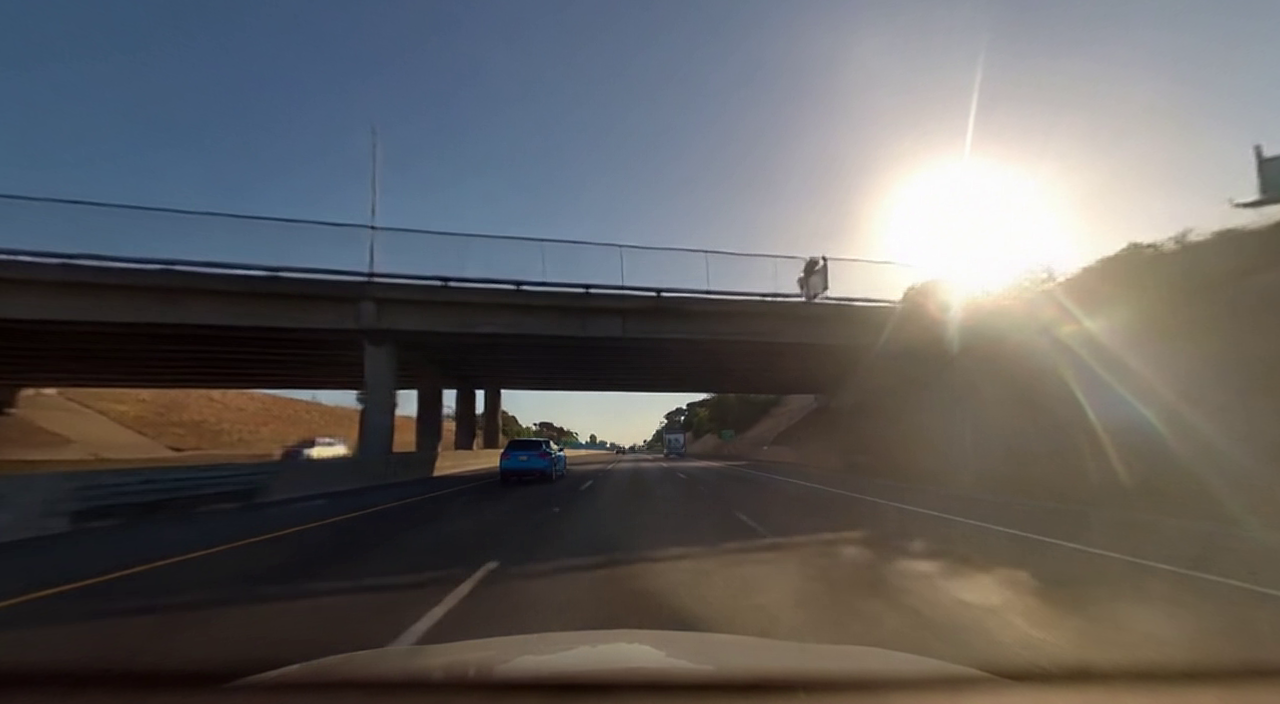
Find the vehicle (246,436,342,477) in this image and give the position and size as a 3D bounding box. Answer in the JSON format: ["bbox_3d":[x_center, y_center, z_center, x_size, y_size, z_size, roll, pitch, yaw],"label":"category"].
[{"bbox_3d":[-19.006,5.774,35.079,2.458,2.103,5.026,0,-9,0],"label":"vehicle"}]

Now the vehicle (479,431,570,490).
[{"bbox_3d":[-3.853,3.739,22.085,2.205,1.773,5.124,0,-9,0],"label":"vehicle"}]
